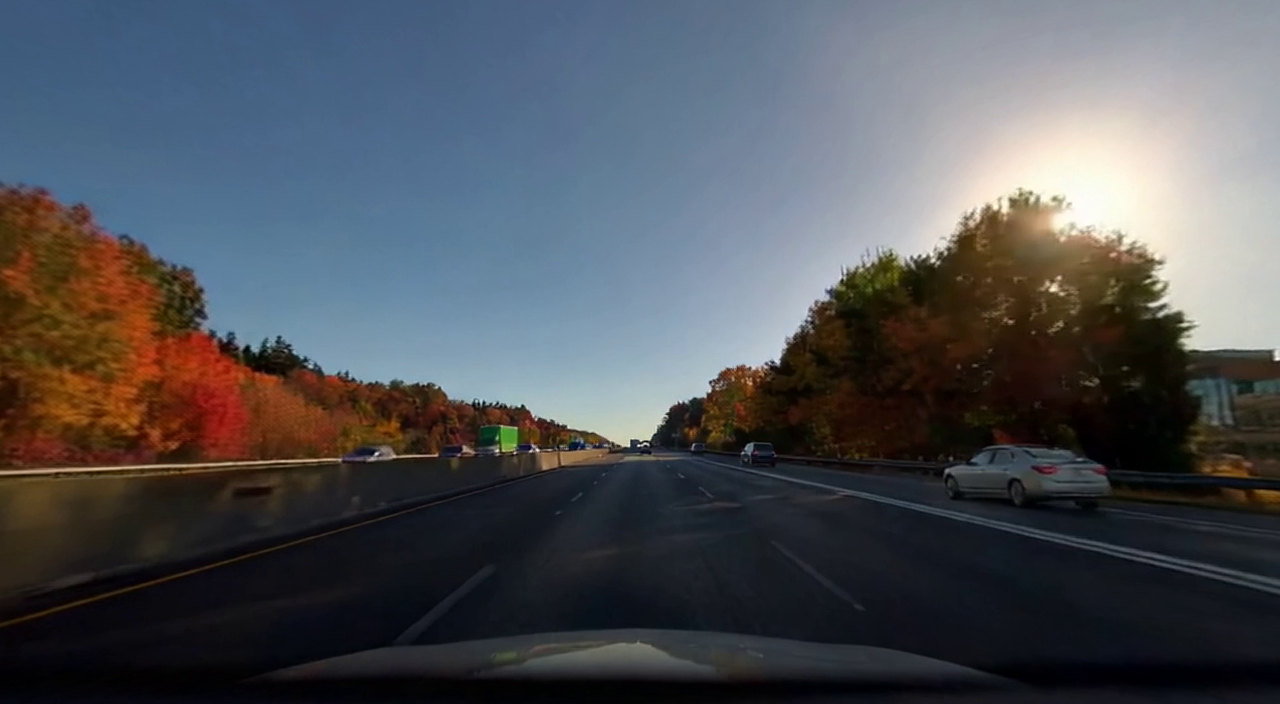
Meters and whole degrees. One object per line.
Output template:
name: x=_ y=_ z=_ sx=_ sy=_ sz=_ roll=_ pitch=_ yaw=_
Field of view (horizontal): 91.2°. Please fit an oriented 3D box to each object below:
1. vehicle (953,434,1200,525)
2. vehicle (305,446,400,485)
vehicle: x=8.412 y=2.471 z=12.657 sx=1.874 sy=1.494 sz=4.082 roll=0 pitch=-9 yaw=-3
vehicle: x=-12.254 y=4.839 z=27.103 sx=1.918 sy=1.504 sz=4.582 roll=0 pitch=-9 yaw=0
